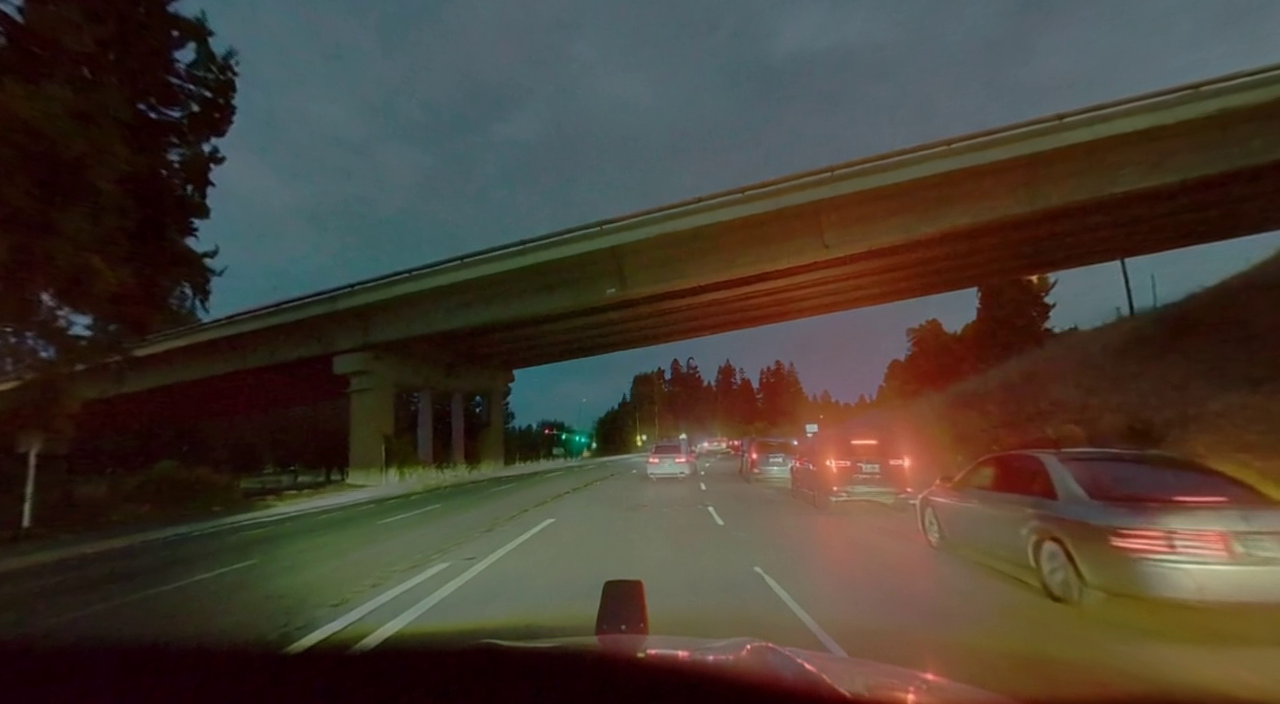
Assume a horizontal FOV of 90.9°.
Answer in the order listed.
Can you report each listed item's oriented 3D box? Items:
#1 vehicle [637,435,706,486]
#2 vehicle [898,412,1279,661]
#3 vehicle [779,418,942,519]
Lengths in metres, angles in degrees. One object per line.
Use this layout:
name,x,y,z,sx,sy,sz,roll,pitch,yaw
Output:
vehicle,1.123,3.562,21.068,2.078,1.506,4.058,-1,-8,5
vehicle,4.132,1.410,5.832,1.911,1.525,3.755,0,-8,1
vehicle,4.340,2.357,13.273,1.947,1.745,4.452,0,-8,2
